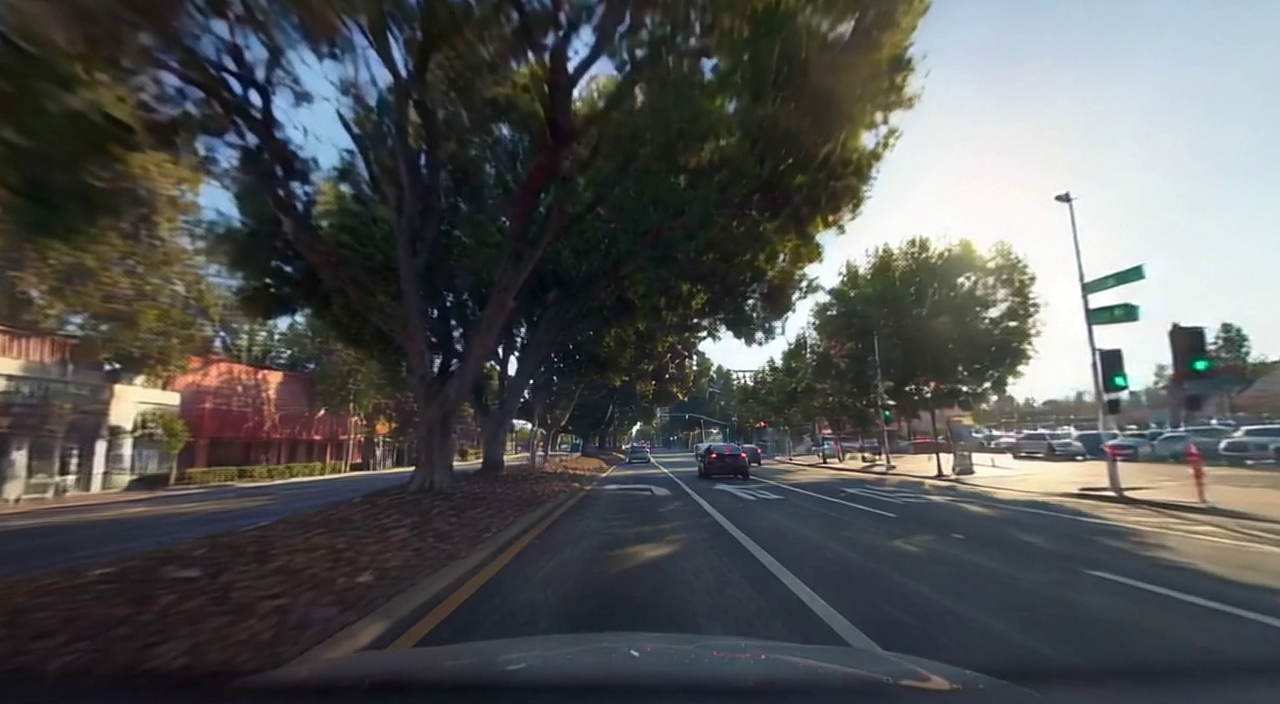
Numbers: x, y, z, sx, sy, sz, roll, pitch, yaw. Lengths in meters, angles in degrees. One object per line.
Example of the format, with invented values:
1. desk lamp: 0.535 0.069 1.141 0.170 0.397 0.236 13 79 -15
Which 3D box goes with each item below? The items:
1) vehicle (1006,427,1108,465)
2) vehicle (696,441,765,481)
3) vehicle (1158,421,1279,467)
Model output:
1. vehicle: 23.901 5.451 36.458 4.534 1.730 1.942 -10 -10 26
2. vehicle: 3.555 4.388 25.689 1.983 1.482 4.463 0 -9 -2
3. vehicle: 28.716 4.570 31.343 2.501 2.045 5.267 -2 -9 14
